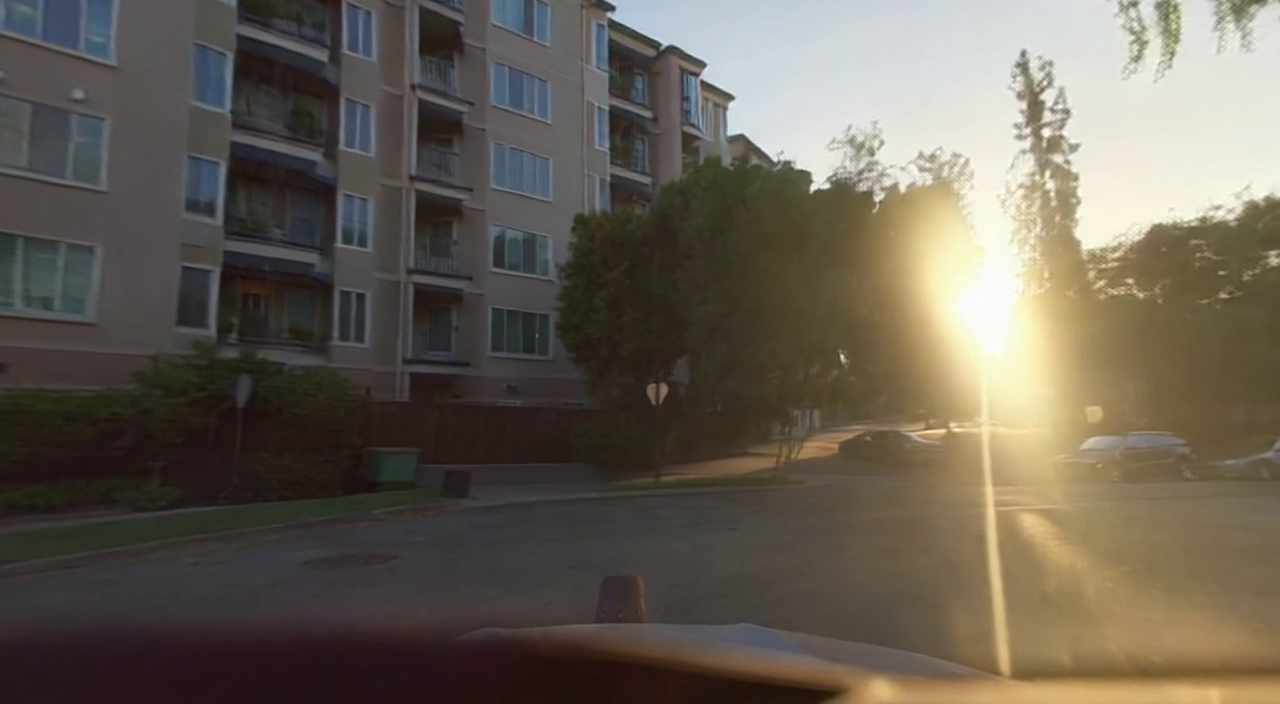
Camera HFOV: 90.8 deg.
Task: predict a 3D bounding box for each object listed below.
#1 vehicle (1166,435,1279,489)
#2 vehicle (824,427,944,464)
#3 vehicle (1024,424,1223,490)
[{"bbox_3d":[19.067,3.320,19.362,4.696,1.478,1.902,1,-9,-13],"label":"vehicle"},{"bbox_3d":[10.200,3.904,26.422,4.714,1.458,1.812,4,-9,-24],"label":"vehicle"},{"bbox_3d":[14.009,3.025,18.423,4.584,1.744,1.946,2,-9,-12],"label":"vehicle"}]
